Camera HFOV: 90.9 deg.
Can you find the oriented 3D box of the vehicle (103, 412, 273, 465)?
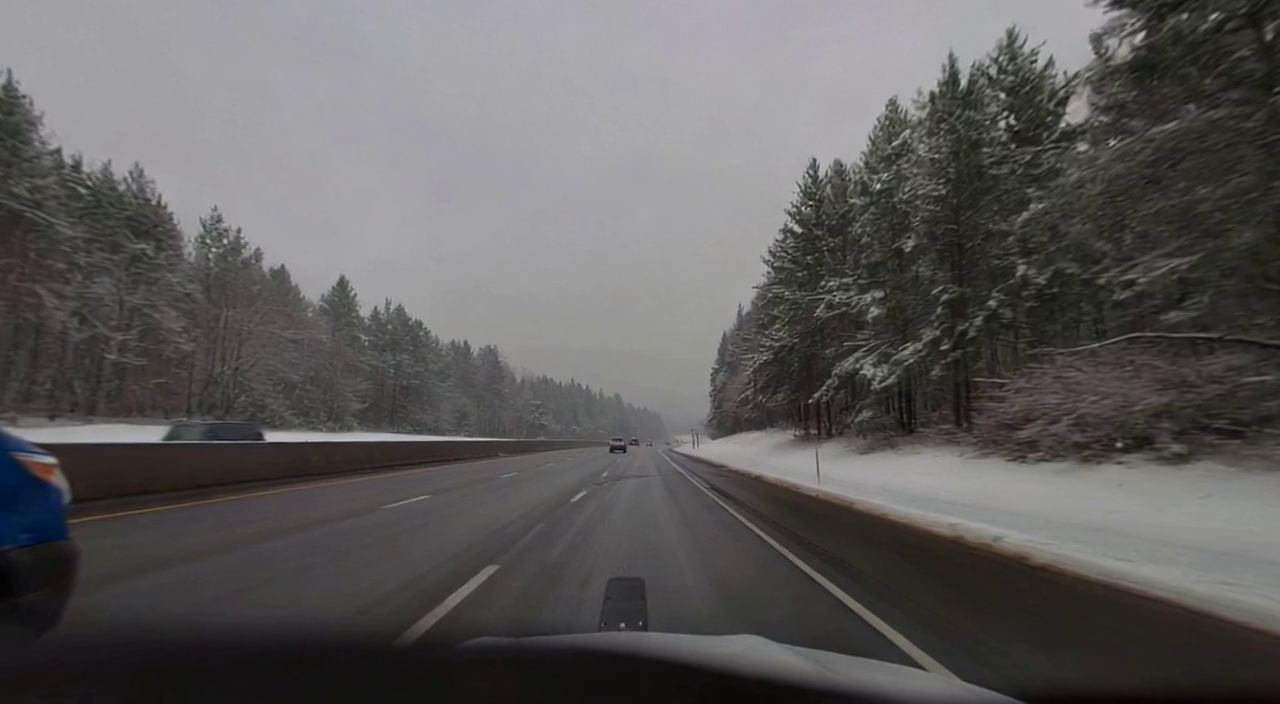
[{"bbox_3d":[-20.702,4.093,29.543,2.597,2.167,7.072,0,-8,1],"label":"vehicle"}]

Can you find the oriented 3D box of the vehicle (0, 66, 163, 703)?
[{"bbox_3d":[-3.927,-0.056,0.586,2.319,2.883,5.632,0,-8,2],"label":"vehicle"}]
